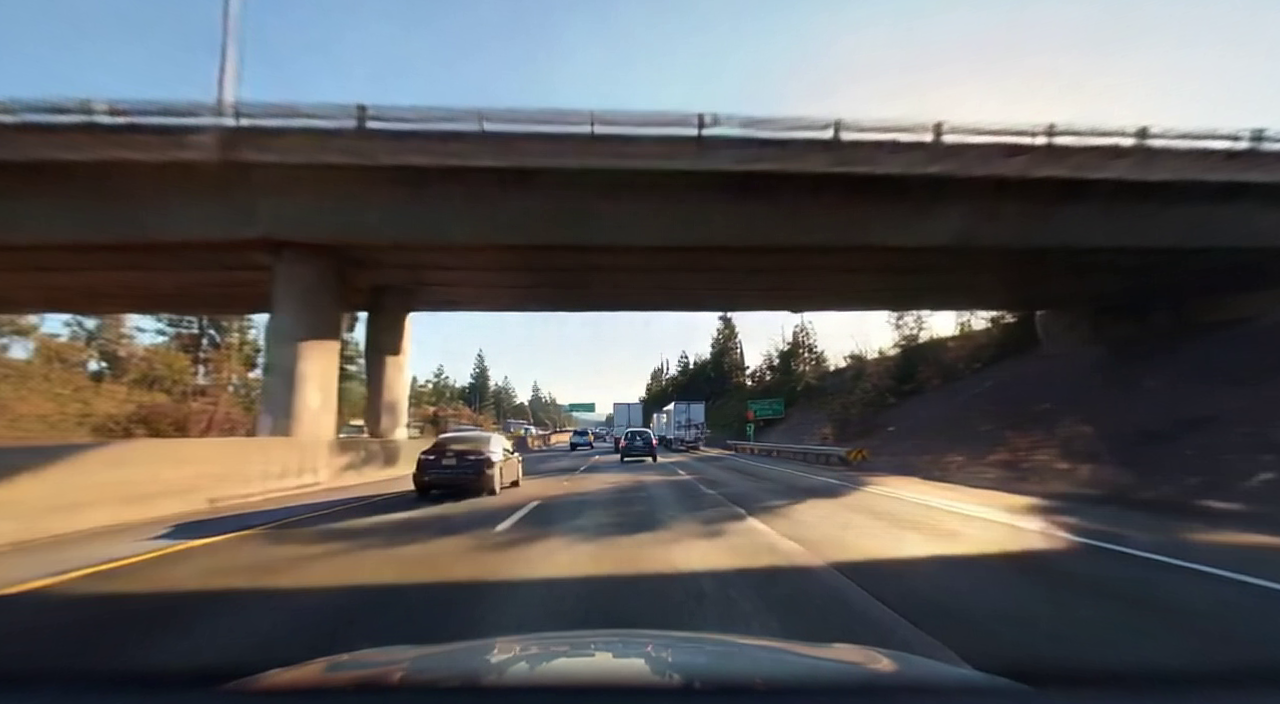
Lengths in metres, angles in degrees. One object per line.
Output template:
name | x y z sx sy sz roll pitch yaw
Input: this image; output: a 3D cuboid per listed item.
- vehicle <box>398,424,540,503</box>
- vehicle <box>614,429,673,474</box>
vehicle | -3.715 2.500 14.700 1.979 1.527 4.754 0 -8 0
vehicle | 0.071 3.711 23.710 2.059 1.522 3.693 0 -8 -2
